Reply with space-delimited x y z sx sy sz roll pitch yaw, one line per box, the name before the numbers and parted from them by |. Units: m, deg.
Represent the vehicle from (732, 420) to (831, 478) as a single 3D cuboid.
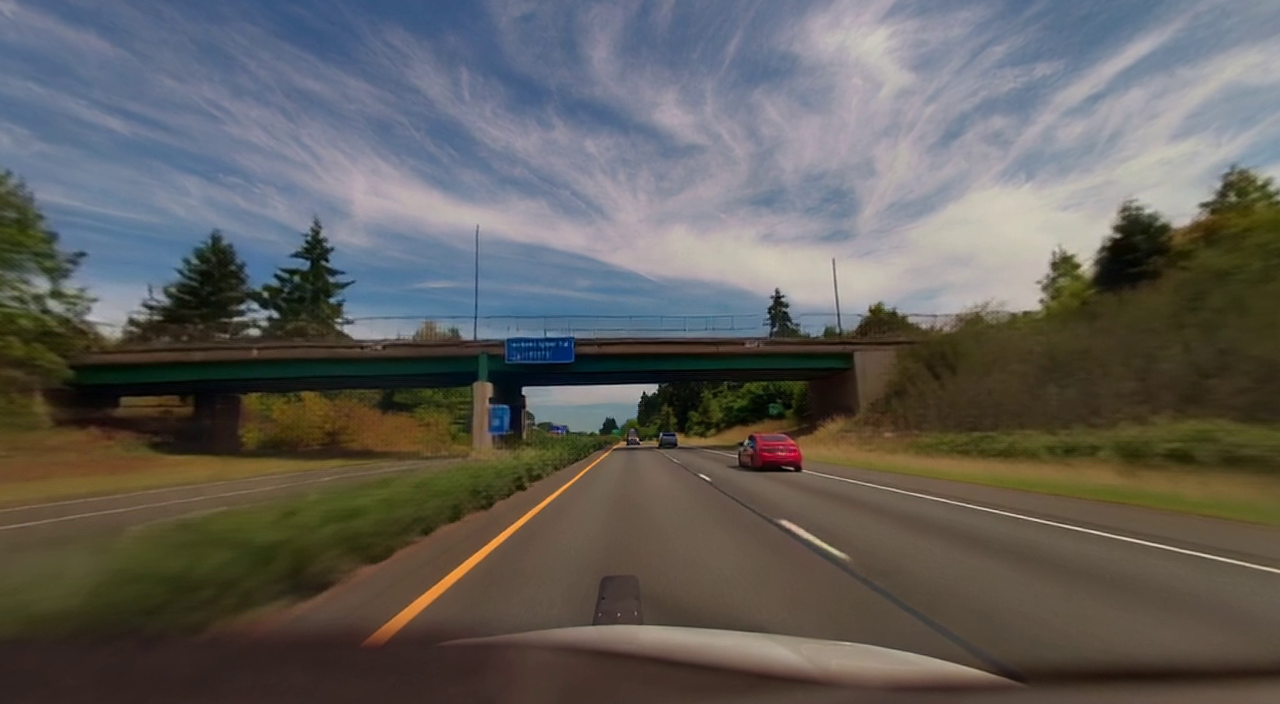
vehicle | 4.359 3.063 20.132 2.073 1.651 4.065 0 -8 -2
